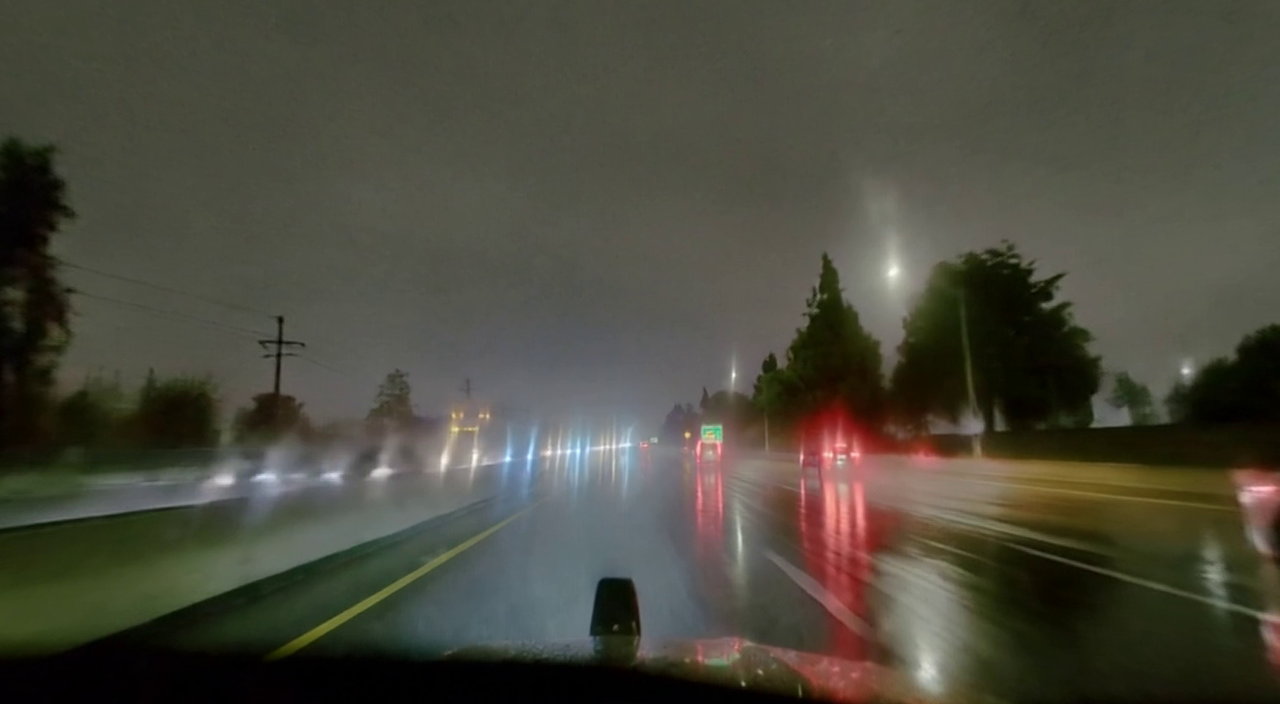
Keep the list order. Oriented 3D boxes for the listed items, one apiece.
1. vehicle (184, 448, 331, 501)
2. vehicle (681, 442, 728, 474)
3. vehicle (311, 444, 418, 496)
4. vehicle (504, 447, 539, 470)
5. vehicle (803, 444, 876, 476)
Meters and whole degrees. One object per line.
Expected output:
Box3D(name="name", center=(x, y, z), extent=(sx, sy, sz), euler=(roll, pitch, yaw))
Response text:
Box3D(name="vehicle", center=(-11.975, 3.830, 20.219), extent=(1.911, 1.468, 4.434), euler=(0, -9, 0))
Box3D(name="vehicle", center=(3.433, 5.715, 34.257), extent=(2.018, 1.600, 4.121), euler=(0, -9, -2))
Box3D(name="vehicle", center=(-8.488, 3.641, 19.820), extent=(1.798, 1.465, 3.431), euler=(0, -9, 0))
Box3D(name="vehicle", center=(-7.504, 6.785, 40.343), extent=(1.543, 1.401, 3.404), euler=(0, -9, 1))
Box3D(name="vehicle", center=(10.181, 5.545, 32.774), extent=(1.987, 1.502, 5.130), euler=(0, -9, -2))
